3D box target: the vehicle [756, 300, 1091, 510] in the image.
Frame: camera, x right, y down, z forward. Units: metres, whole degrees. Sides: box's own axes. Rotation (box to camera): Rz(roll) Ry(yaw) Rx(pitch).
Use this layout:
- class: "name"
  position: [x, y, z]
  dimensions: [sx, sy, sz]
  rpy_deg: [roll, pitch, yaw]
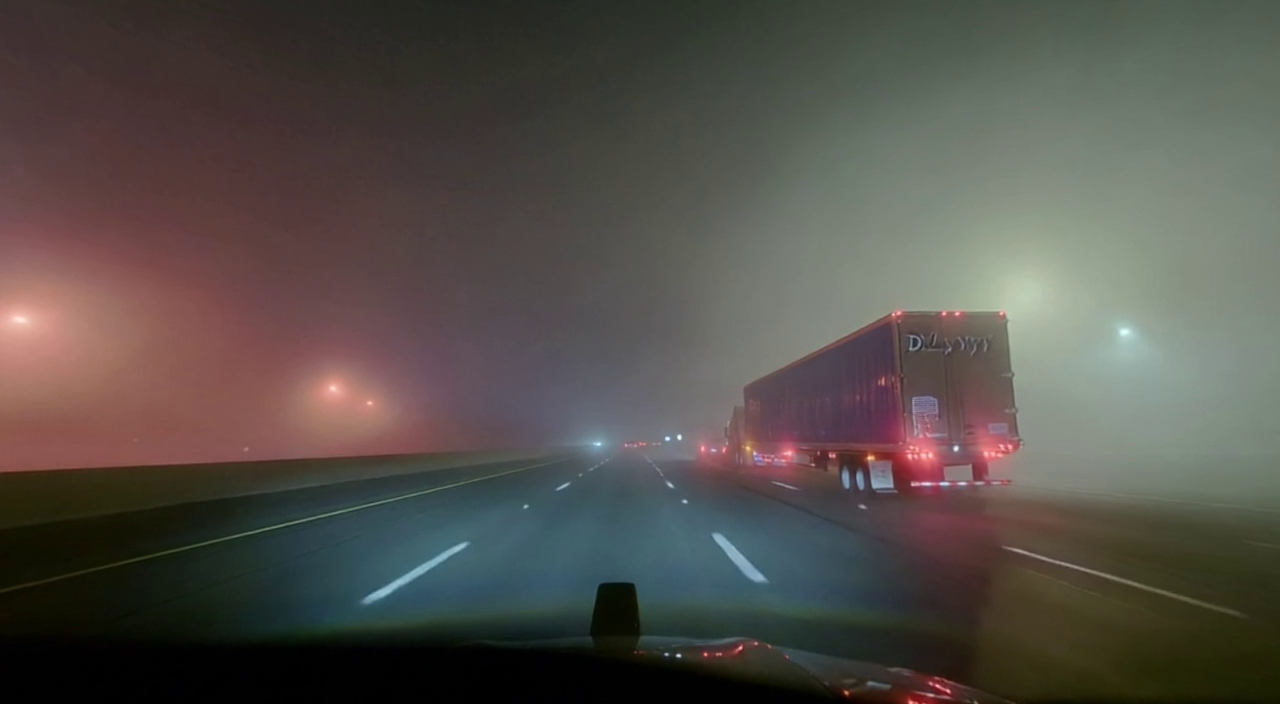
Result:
- class: "vehicle"
  position: [6.741, 2.126, 19.941]
  dimensions: [2.962, 3.947, 16.241]
  rpy_deg: [0, -8, -1]
